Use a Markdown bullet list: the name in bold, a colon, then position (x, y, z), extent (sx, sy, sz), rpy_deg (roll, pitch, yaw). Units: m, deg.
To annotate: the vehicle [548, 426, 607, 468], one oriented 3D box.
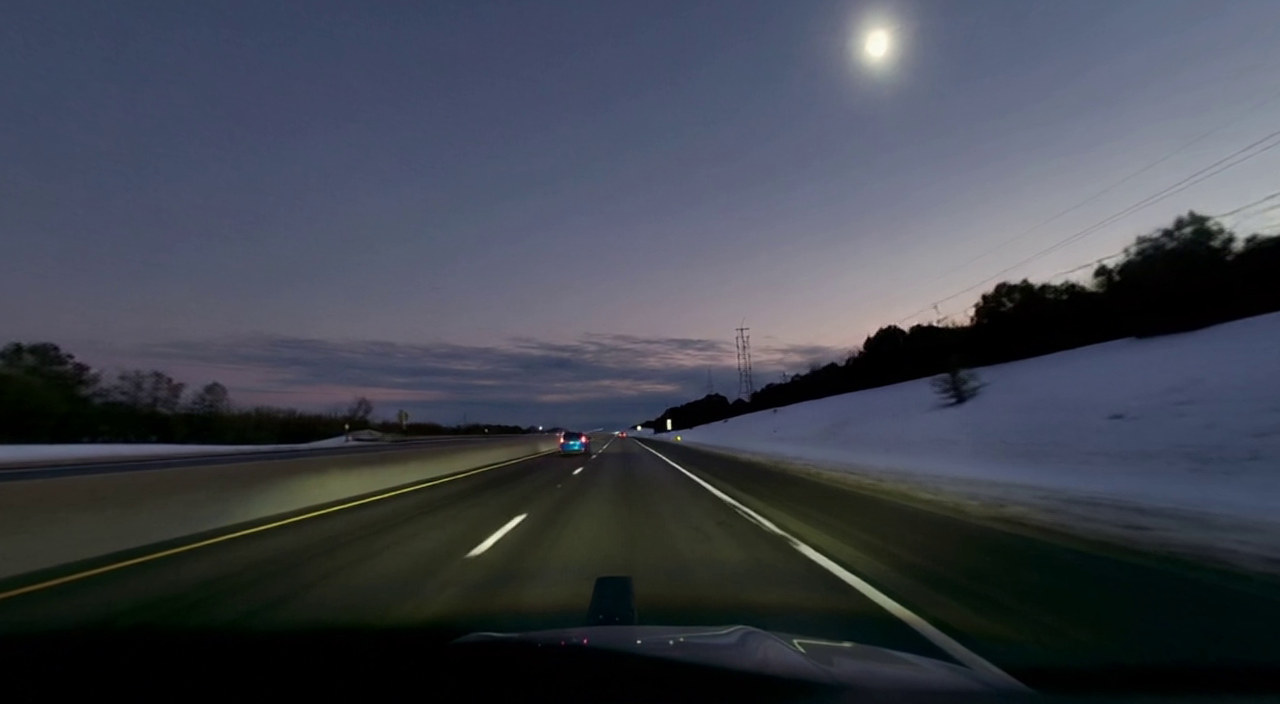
- **vehicle**: position (-2.412, 3.777, 25.207), extent (1.999, 1.536, 3.969), rpy_deg (0, -8, 0)
